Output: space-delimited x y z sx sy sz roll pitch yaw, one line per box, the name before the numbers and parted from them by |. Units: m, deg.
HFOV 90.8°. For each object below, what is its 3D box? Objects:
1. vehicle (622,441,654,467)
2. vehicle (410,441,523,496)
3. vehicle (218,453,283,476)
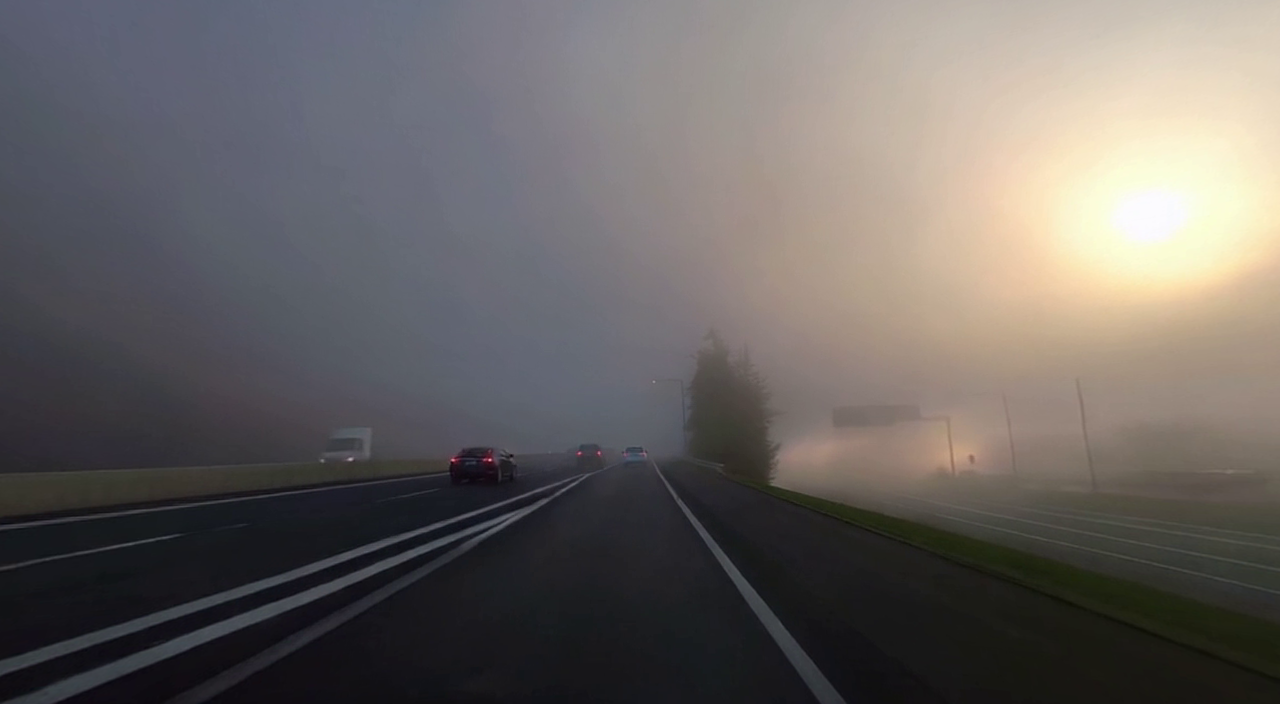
vehicle | -0.148 7.360 45.786 2.179 1.742 4.396 0 -9 0
vehicle | -5.389 3.682 20.436 2.102 1.562 4.884 -1 -9 2
vehicle | -29.745 8.579 48.372 1.809 1.559 4.718 -1 -9 2
